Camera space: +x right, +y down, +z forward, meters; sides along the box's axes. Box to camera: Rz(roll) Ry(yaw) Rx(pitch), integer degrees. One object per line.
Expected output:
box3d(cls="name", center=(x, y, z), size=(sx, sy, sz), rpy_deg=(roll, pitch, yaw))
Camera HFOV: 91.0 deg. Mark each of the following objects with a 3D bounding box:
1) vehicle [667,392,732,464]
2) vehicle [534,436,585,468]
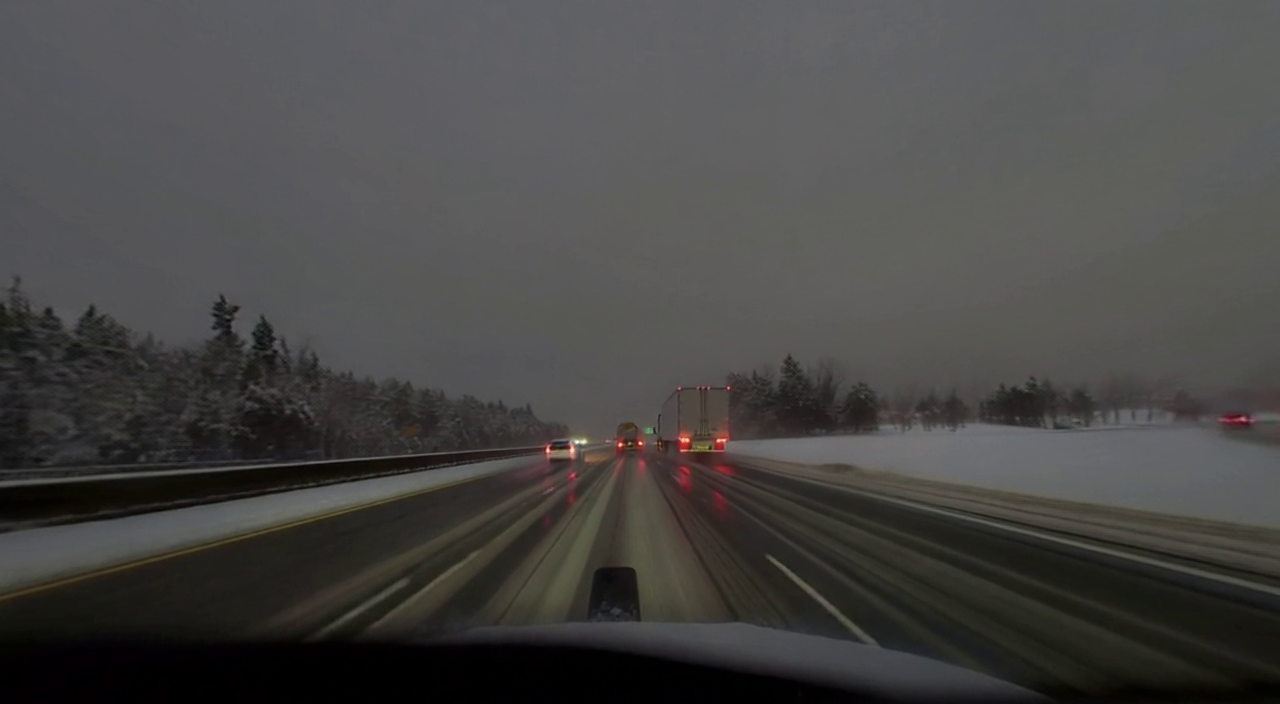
box3d(cls="vehicle", center=(3.554, 5.023, 40.497), size=(2.997, 3.983, 10.860), rpy_deg=(1, -8, -1))
box3d(cls="vehicle", center=(-4.093, 5.180, 32.788), size=(2.111, 1.536, 4.270), rpy_deg=(0, -8, 0))
